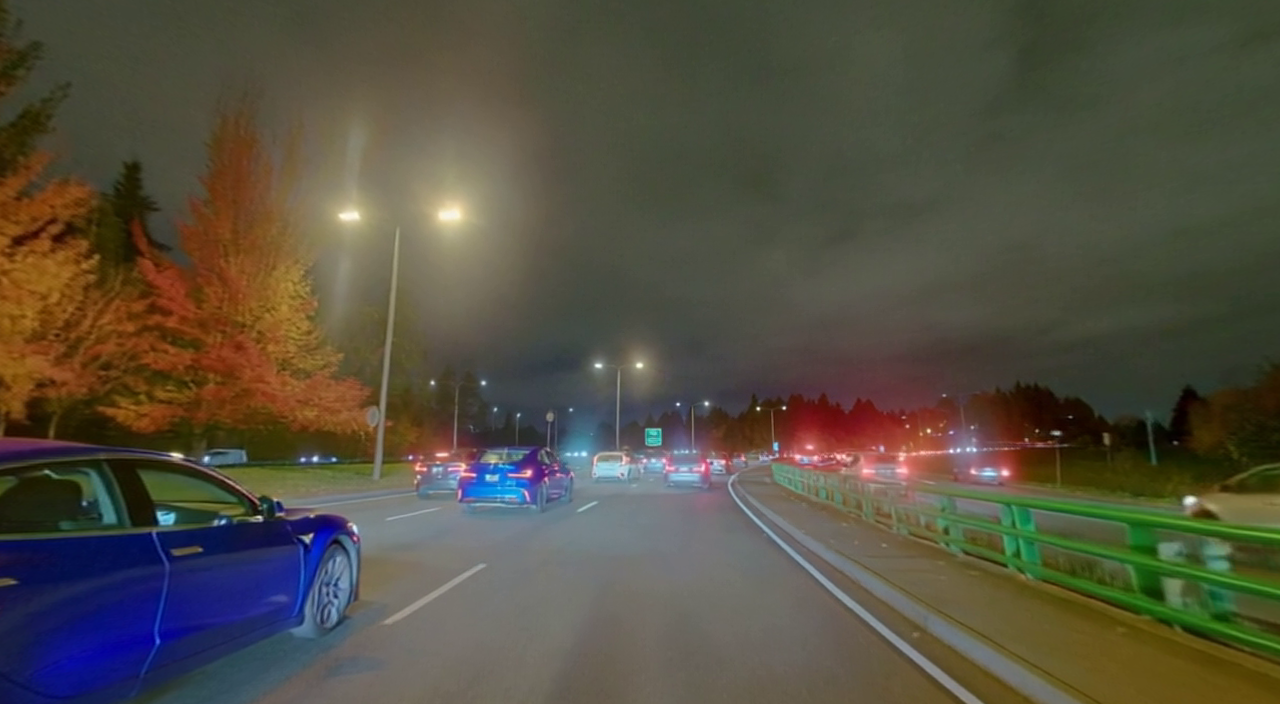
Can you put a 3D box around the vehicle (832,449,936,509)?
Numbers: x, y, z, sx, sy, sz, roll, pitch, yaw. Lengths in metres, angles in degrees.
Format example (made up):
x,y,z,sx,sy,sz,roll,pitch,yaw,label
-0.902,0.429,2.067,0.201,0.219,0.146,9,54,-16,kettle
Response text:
x,y,z,sx,sy,sz,roll,pitch,yaw,label
7.361,3.821,19.452,1.768,1.634,4.064,0,-9,3,vehicle

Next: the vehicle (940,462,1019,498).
x,y,z,sx,sy,sz,roll,pitch,yaw,label
16.396,6.179,30.688,1.816,1.481,4.422,-1,-9,7,vehicle

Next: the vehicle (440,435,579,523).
x,y,z,sx,sy,sz,roll,pitch,yaw,label
-2.752,2.796,14.482,1.979,1.663,4.513,0,-9,3,vehicle

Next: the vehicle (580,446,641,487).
x,y,z,sx,sy,sz,roll,pitch,yaw,label
-1.208,5.034,28.030,1.930,1.635,4.260,-1,-9,8,vehicle

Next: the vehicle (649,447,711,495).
x,y,z,sx,sy,sz,roll,pitch,yaw,label
1.514,4.201,22.658,2.015,1.506,4.276,0,-9,6,vehicle

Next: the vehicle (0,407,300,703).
x,y,z,sx,sy,sz,roll,pitch,yaw,label
-3.447,0.939,2.273,1.921,1.503,4.317,0,-9,1,vehicle
